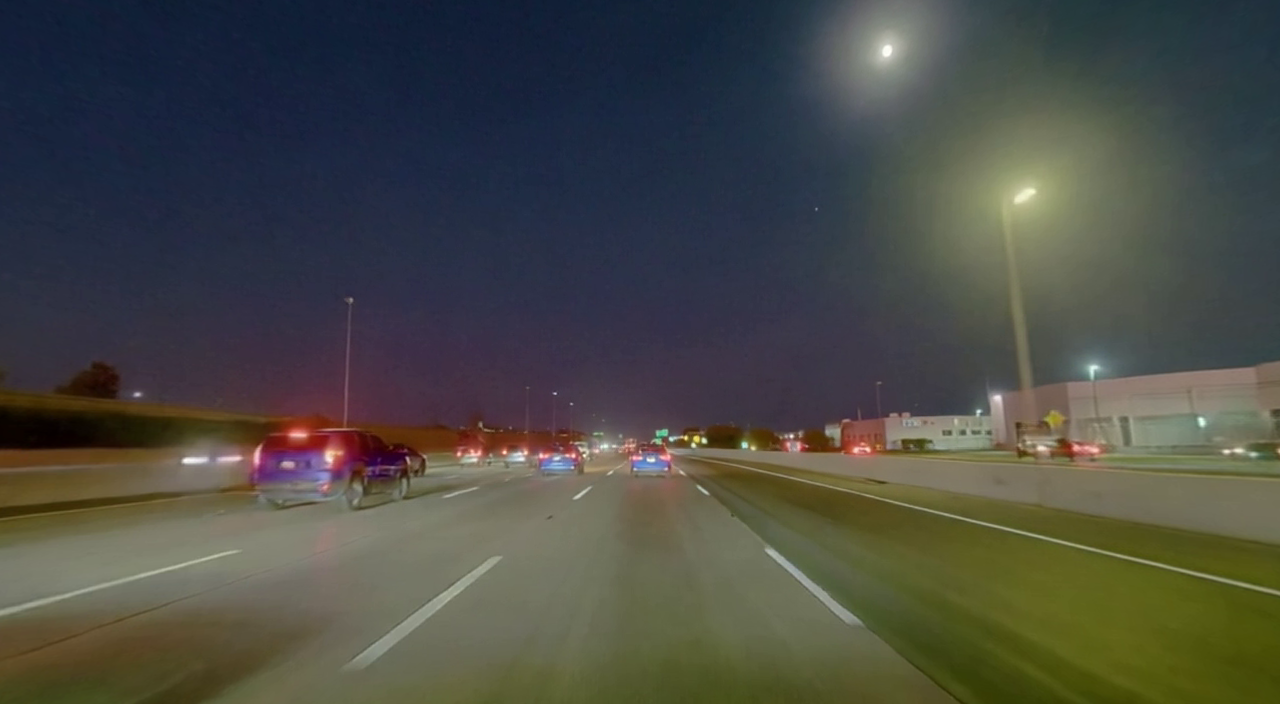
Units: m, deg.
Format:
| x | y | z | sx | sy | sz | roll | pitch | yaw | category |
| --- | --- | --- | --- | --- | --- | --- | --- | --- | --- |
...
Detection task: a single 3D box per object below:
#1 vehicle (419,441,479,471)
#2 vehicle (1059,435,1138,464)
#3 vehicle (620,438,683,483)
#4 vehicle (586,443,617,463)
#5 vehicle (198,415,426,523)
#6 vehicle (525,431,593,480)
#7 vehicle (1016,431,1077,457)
| x | y | z | sx | sy | sz | roll | pitch | yaw | category |
| --- | --- | --- | --- | --- | --- | --- | --- | --- | --- |
| -10.056 | 5.498 | 33.496 | 1.861 | 1.495 | 4.007 | 0 | -8 | 1 | vehicle |
| 30.938 | 6.568 | 42.722 | 1.858 | 1.741 | 4.683 | -2 | -7 | 1 | vehicle |
| 0.382 | 3.894 | 22.984 | 2.090 | 1.474 | 3.970 | 0 | -8 | 1 | vehicle |
| -2.926 | 7.827 | 49.142 | 2.048 | 1.497 | 4.466 | 0 | -8 | 1 | vehicle |
| -6.383 | 2.340 | 13.159 | 2.125 | 1.804 | 4.864 | 0 | -8 | 0 | vehicle |
| -3.064 | 4.027 | 24.780 | 2.007 | 1.730 | 4.412 | 0 | -8 | 1 | vehicle |
| 30.941 | 7.044 | 48.159 | 1.939 | 1.888 | 3.984 | 0 | -9 | -1 | vehicle |
